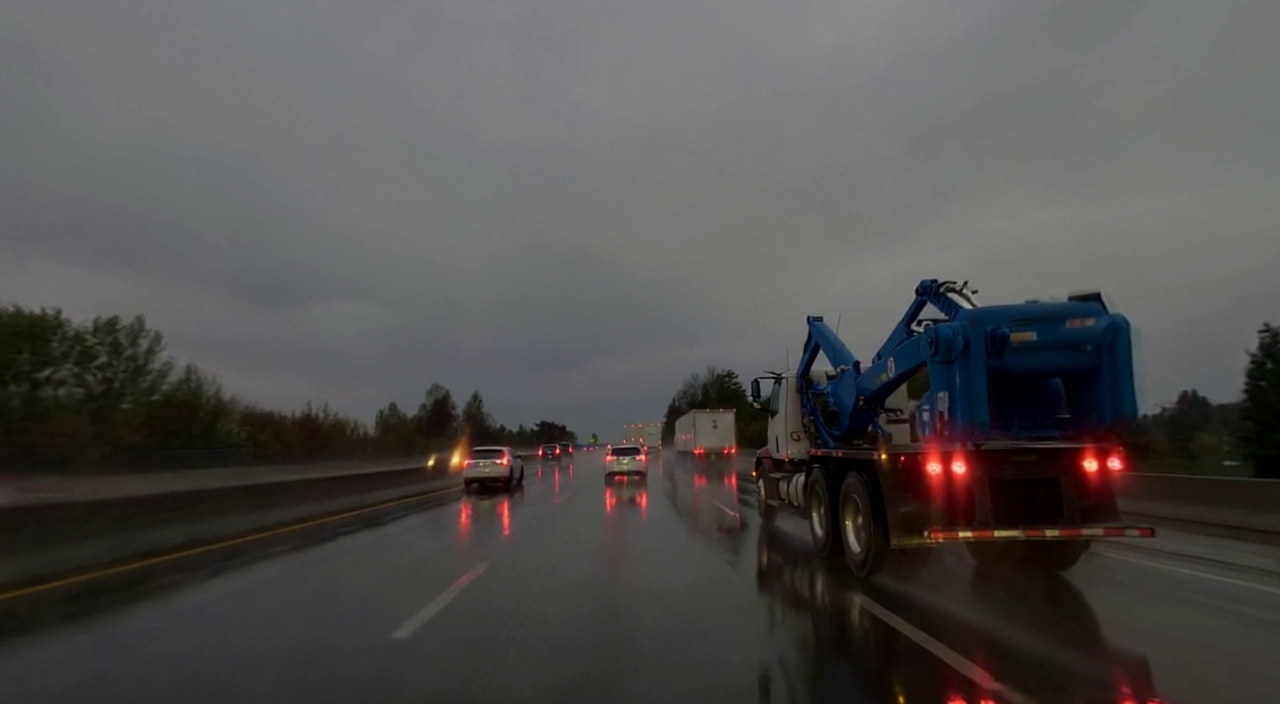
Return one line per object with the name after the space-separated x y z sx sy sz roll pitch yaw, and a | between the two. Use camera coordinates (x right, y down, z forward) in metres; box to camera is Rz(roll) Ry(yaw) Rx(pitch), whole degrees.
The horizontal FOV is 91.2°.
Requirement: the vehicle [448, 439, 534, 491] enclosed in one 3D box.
-4.806 3.711 20.815 1.858 1.527 3.974 0 -9 0 | vehicle

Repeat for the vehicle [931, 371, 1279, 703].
3.930 0.900 2.597 2.599 1.631 5.693 0 -9 -1 | vehicle

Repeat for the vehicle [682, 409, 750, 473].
3.648 4.541 31.759 2.416 2.829 7.016 0 -9 -1 | vehicle

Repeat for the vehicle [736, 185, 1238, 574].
3.753 0.815 9.985 2.975 3.618 8.456 0 -9 -1 | vehicle

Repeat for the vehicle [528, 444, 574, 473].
-4.923 5.973 35.323 1.924 1.481 4.264 0 -9 1 | vehicle

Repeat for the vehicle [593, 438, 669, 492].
-0.305 3.507 19.716 2.150 1.498 3.988 0 -9 -1 | vehicle
